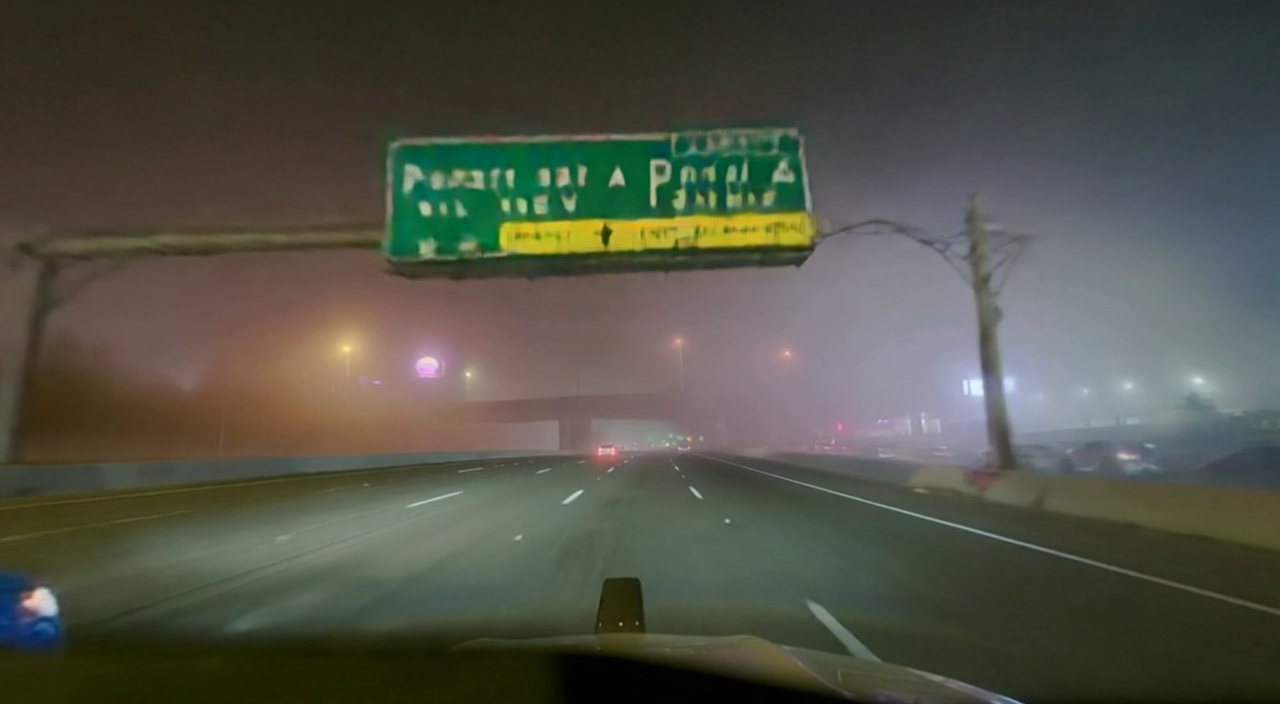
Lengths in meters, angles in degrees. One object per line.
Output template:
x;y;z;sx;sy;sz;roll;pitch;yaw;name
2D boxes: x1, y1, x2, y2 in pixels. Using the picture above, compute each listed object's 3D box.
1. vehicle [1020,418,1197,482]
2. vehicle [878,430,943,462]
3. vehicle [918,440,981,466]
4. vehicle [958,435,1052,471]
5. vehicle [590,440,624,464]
17.837;3.782;24.629;2.367;2.187;5.862;0;-8;0;vehicle
18.530;6.495;43.580;2.229;2.050;5.602;-1;-8;3;vehicle
18.425;6.043;37.855;1.712;1.448;4.346;-1;-8;3;vehicle
18.160;5.056;31.774;1.889;1.648;5.173;-1;-8;3;vehicle
-2.168;6.745;42.867;1.982;1.516;4.327;0;-8;1;vehicle
